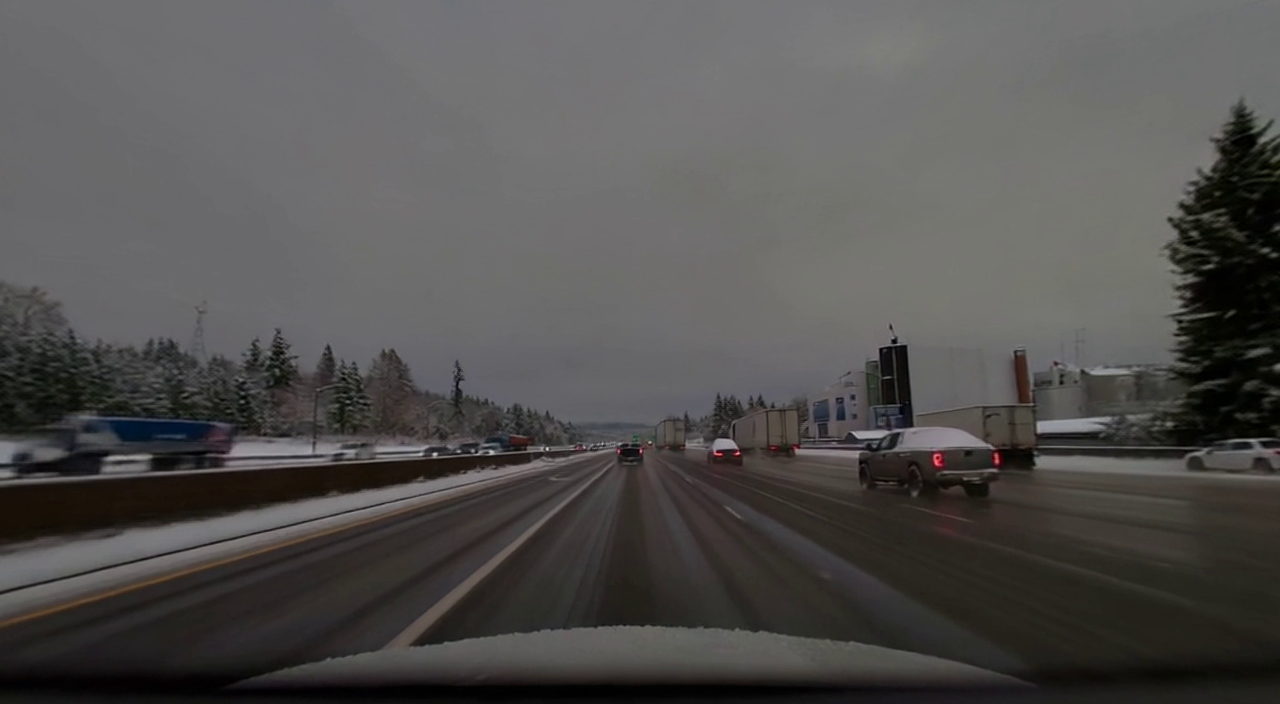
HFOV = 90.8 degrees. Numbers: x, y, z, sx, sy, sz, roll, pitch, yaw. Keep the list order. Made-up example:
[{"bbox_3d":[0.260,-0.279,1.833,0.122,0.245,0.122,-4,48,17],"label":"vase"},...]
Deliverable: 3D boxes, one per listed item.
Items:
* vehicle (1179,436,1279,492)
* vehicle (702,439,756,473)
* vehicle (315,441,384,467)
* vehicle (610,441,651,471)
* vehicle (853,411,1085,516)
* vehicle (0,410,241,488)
[{"bbox_3d":[22.654,3.922,22.290,2.150,1.866,5.885,0,-9,2],"label":"vehicle"},{"bbox_3d":[4.525,5.387,32.861,2.154,1.658,4.347,0,-9,0],"label":"vehicle"},{"bbox_3d":[-20.379,7.178,44.608,2.104,1.695,5.702,0,-9,0],"label":"vehicle"},{"bbox_3d":[-0.509,5.799,35.329,2.163,1.551,4.180,0,-9,0],"label":"vehicle"},{"bbox_3d":[7.334,2.595,15.112,2.369,2.007,5.700,0,-9,-1],"label":"vehicle"},{"bbox_3d":[-24.335,4.634,30.235,2.991,2.997,11.562,0,-9,0],"label":"vehicle"}]
